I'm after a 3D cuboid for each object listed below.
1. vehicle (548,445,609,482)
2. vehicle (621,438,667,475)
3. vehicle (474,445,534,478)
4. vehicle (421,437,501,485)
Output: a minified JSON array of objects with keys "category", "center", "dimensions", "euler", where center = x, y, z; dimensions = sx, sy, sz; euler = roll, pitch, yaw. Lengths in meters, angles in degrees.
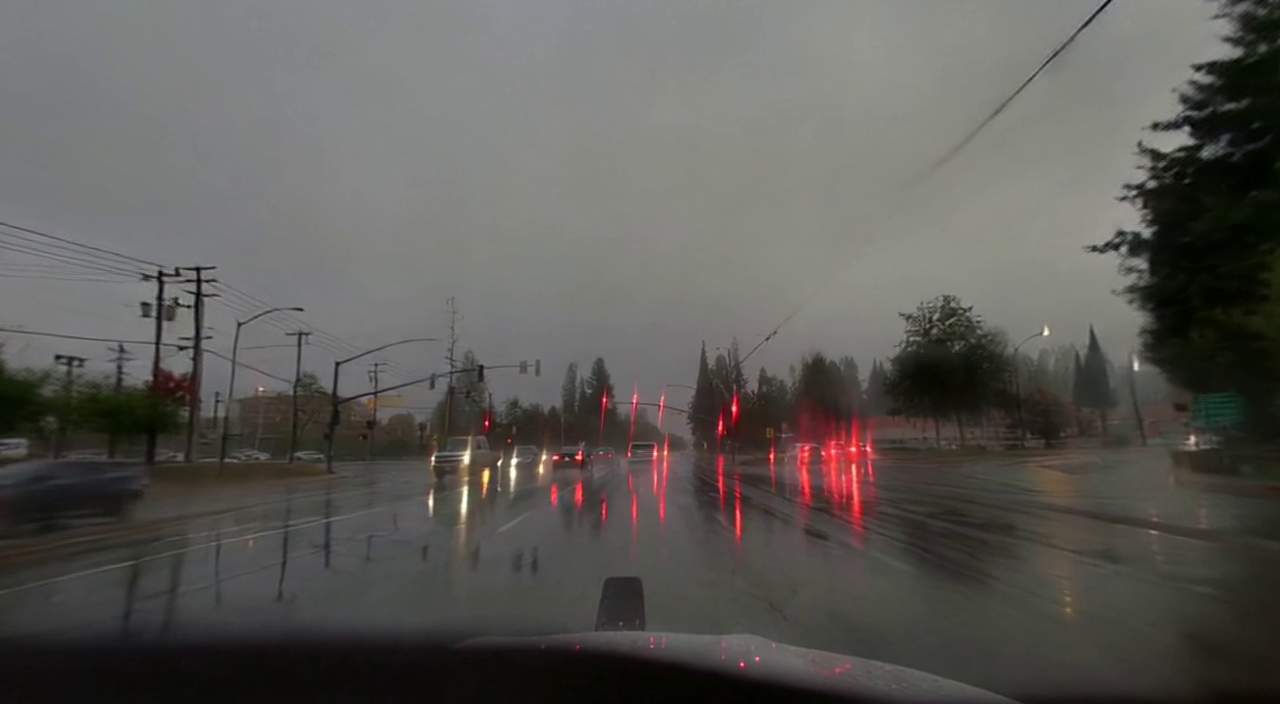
[{"category":"vehicle","center":[-2.624,4.889,27.994],"dimensions":[2.064,1.464,4.373],"euler":[-1,-8,3]},{"category":"vehicle","center":[0.277,5.687,34.652],"dimensions":[2.276,1.850,3.897],"euler":[-1,-8,4]},{"category":"vehicle","center":[-6.945,5.625,32.773],"dimensions":[1.912,1.573,4.299],"euler":[-1,-8,4]},{"category":"vehicle","center":[-7.052,4.308,25.293],"dimensions":[1.860,1.754,4.089],"euler":[0,-8,2]}]
